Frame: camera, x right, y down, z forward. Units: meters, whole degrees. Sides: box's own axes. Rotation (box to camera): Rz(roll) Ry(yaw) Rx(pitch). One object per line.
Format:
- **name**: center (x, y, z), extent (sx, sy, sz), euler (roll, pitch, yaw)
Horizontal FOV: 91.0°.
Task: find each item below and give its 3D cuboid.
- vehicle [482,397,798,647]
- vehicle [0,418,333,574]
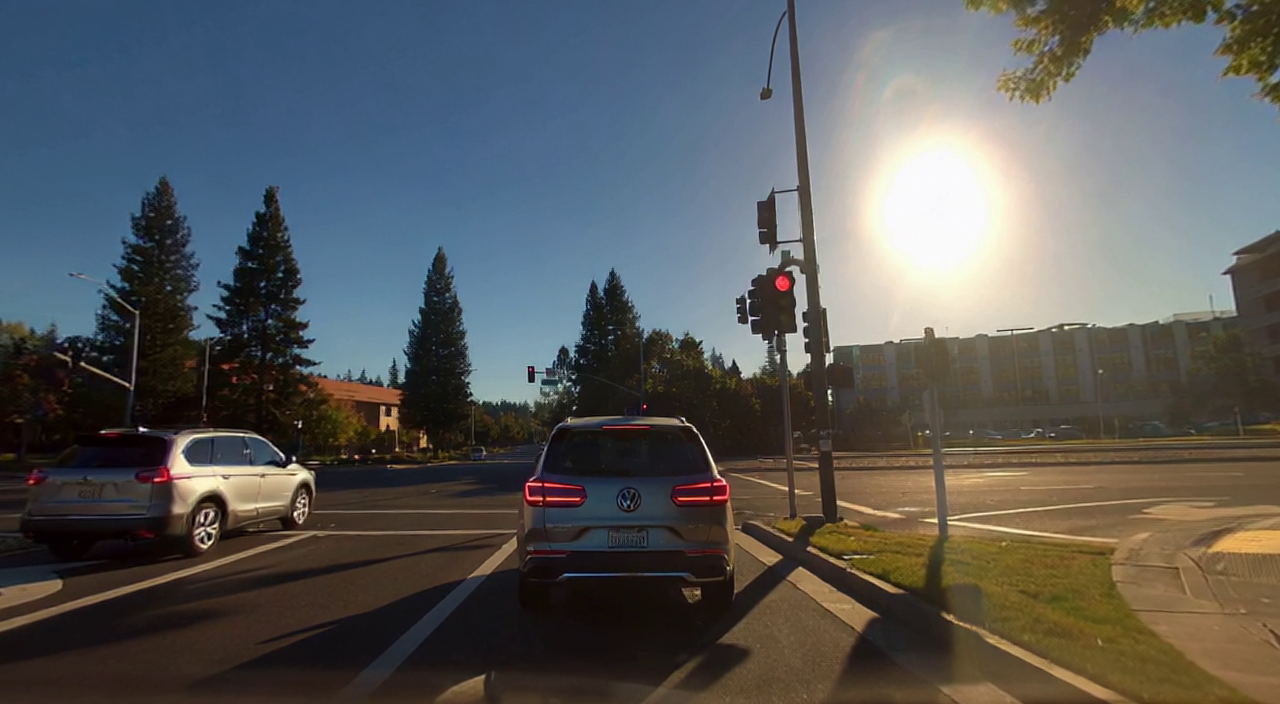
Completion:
- **vehicle**: center (-0.145, 1.458, 6.441), extent (2.154, 1.670, 4.140), euler (0, -9, -5)
- **vehicle**: center (-6.393, 1.900, 9.110), extent (2.020, 1.695, 4.187), euler (1, -9, -5)
